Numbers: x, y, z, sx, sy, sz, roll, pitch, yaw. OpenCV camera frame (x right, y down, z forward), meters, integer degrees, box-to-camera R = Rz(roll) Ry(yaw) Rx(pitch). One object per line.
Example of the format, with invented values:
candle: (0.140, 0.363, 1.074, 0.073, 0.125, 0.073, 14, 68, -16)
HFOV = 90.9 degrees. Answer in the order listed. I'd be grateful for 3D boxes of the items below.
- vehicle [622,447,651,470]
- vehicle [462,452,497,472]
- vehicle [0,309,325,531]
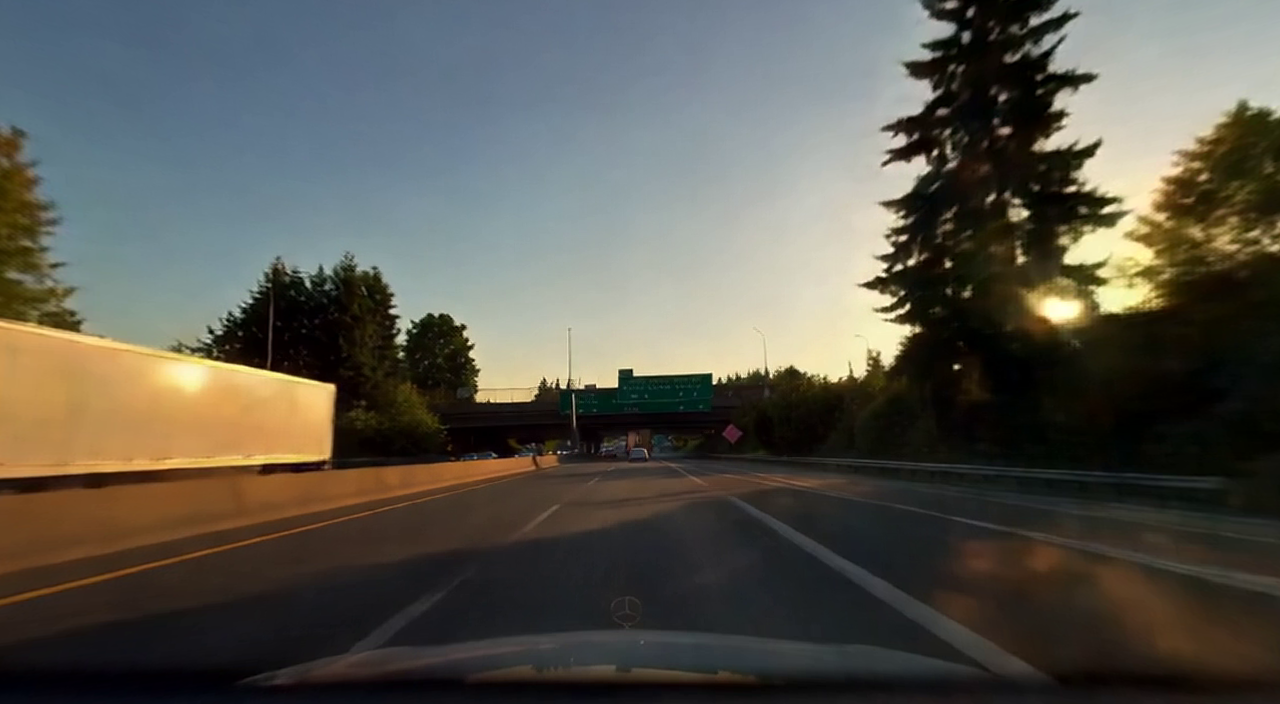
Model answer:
vehicle: (-0.180, 7.121, 42.329, 1.860, 1.473, 3.689, 0, -9, 1)
vehicle: (-12.303, 8.461, 48.504, 1.764, 1.417, 3.582, 0, -9, 0)
vehicle: (-12.714, 1.785, 14.899, 2.883, 3.879, 14.701, 0, -9, 0)
